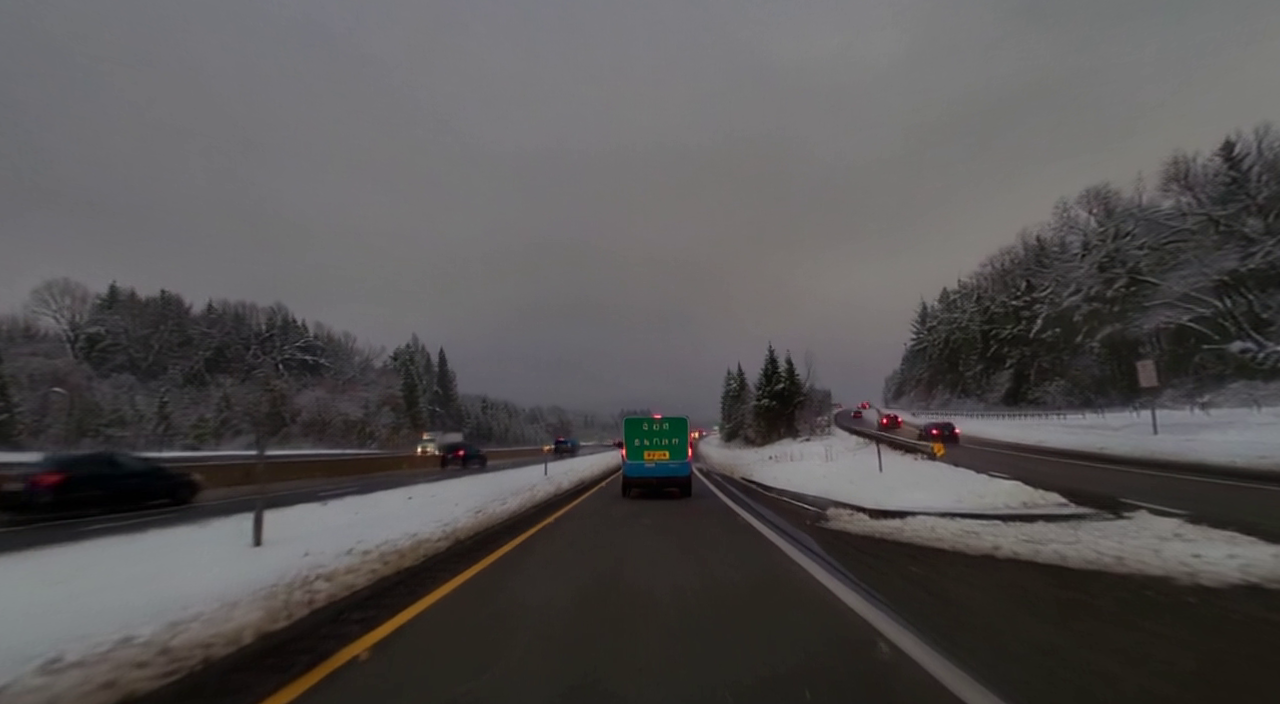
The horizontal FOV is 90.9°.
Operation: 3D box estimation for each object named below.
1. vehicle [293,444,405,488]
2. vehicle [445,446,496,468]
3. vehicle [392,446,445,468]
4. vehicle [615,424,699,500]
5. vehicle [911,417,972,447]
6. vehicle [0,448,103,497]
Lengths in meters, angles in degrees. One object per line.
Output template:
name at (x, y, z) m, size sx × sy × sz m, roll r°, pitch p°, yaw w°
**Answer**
vehicle at (-11.471, 4.493, 25.275) m, size 1.958 × 1.545 × 4.588 m, roll -1°, pitch -8°, yaw 5°
vehicle at (-11.727, 7.288, 43.967) m, size 1.918 × 1.451 × 4.668 m, roll -1°, pitch -9°, yaw 4°
vehicle at (-15.765, 7.482, 45.133) m, size 1.825 × 1.437 × 4.692 m, roll -1°, pitch -8°, yaw 4°
vehicle at (0.435, 3.045, 17.773) m, size 2.043 × 1.821 × 4.558 m, roll -1°, pitch -8°, yaw 0°
vehicle at (17.934, 4.825, 37.770) m, size 2.098 × 1.654 × 4.637 m, roll -2°, pitch -9°, yaw 11°
vehicle at (-20.483, 3.889, 20.511) m, size 1.884 × 1.447 × 4.502 m, roll -1°, pitch -8°, yaw 3°
